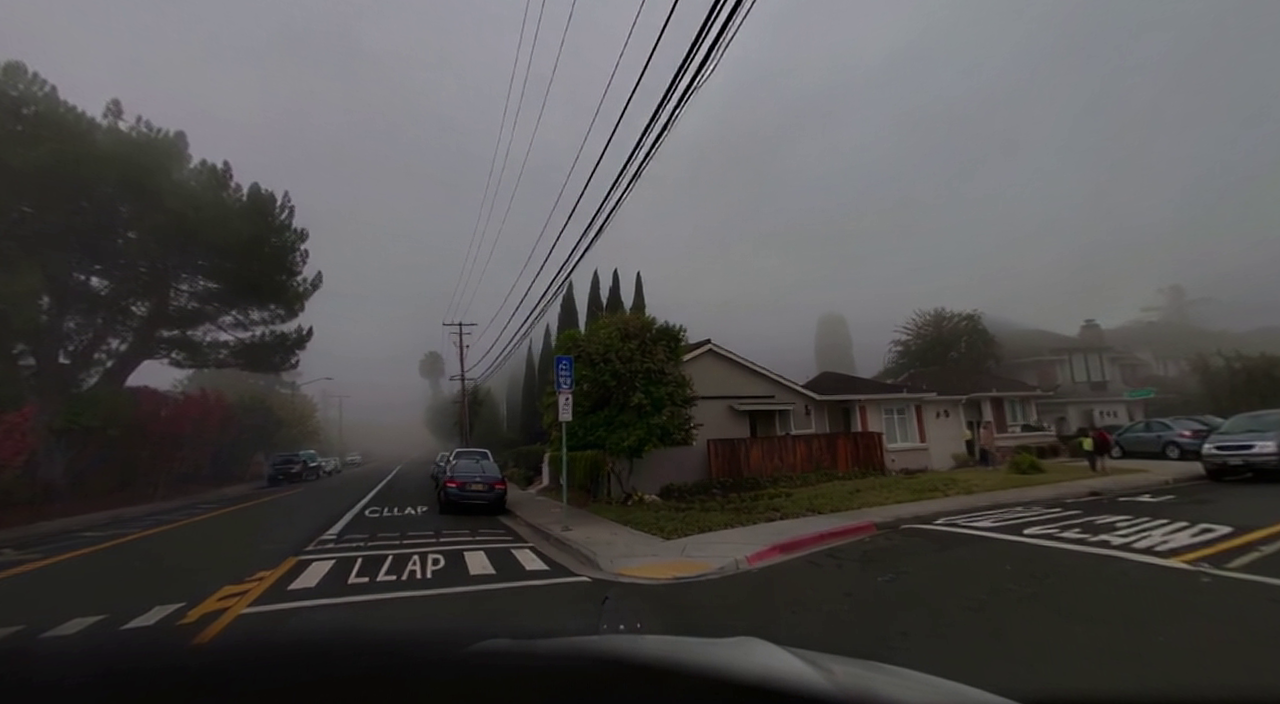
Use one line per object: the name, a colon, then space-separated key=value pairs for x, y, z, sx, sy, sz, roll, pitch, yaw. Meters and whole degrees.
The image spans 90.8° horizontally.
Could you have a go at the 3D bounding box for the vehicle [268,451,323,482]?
vehicle: x=-21.818 y=7.223 z=40.237 sx=2.203 sy=1.787 sz=4.704 roll=3 pitch=-9 yaw=-19
